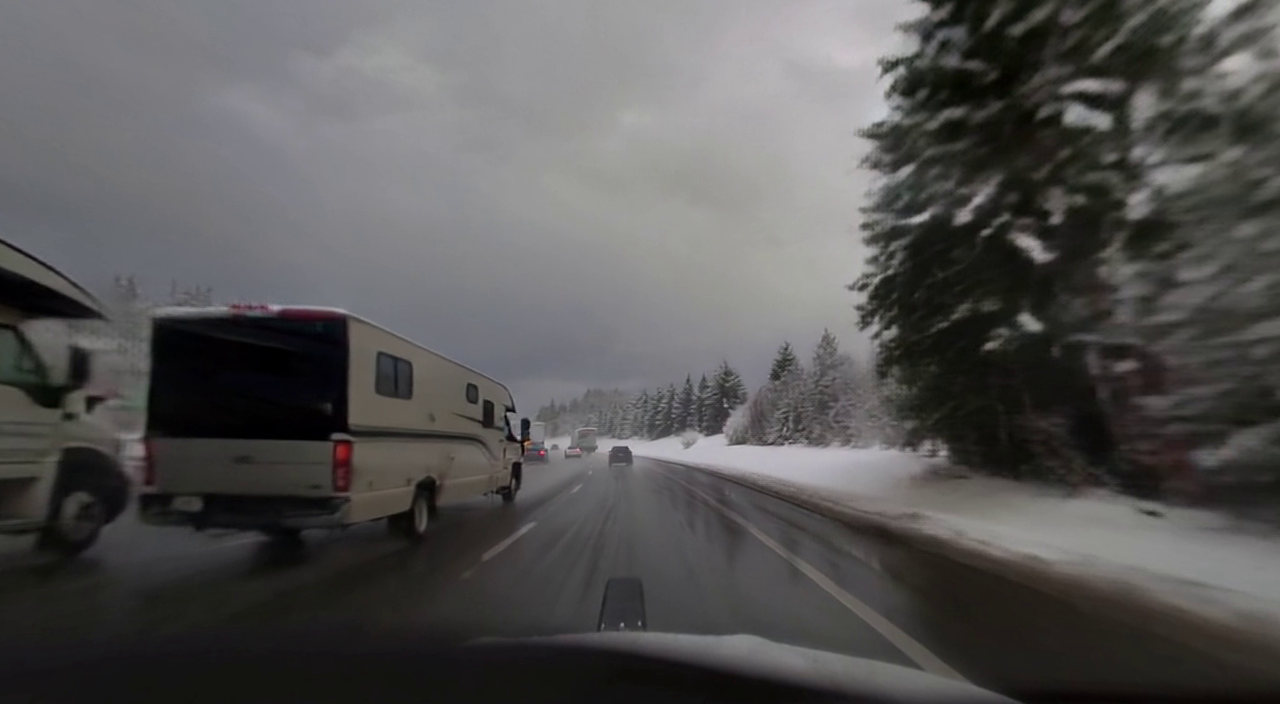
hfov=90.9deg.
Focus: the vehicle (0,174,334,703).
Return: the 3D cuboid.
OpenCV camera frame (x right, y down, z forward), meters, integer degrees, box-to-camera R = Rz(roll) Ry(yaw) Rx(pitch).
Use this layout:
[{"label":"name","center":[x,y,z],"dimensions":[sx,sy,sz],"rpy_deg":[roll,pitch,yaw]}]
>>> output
[{"label":"vehicle","center":[-4.102,0.671,4.017],"dimensions":[2.331,2.583,3.743],"rpy_deg":[0,-9,0]}]
